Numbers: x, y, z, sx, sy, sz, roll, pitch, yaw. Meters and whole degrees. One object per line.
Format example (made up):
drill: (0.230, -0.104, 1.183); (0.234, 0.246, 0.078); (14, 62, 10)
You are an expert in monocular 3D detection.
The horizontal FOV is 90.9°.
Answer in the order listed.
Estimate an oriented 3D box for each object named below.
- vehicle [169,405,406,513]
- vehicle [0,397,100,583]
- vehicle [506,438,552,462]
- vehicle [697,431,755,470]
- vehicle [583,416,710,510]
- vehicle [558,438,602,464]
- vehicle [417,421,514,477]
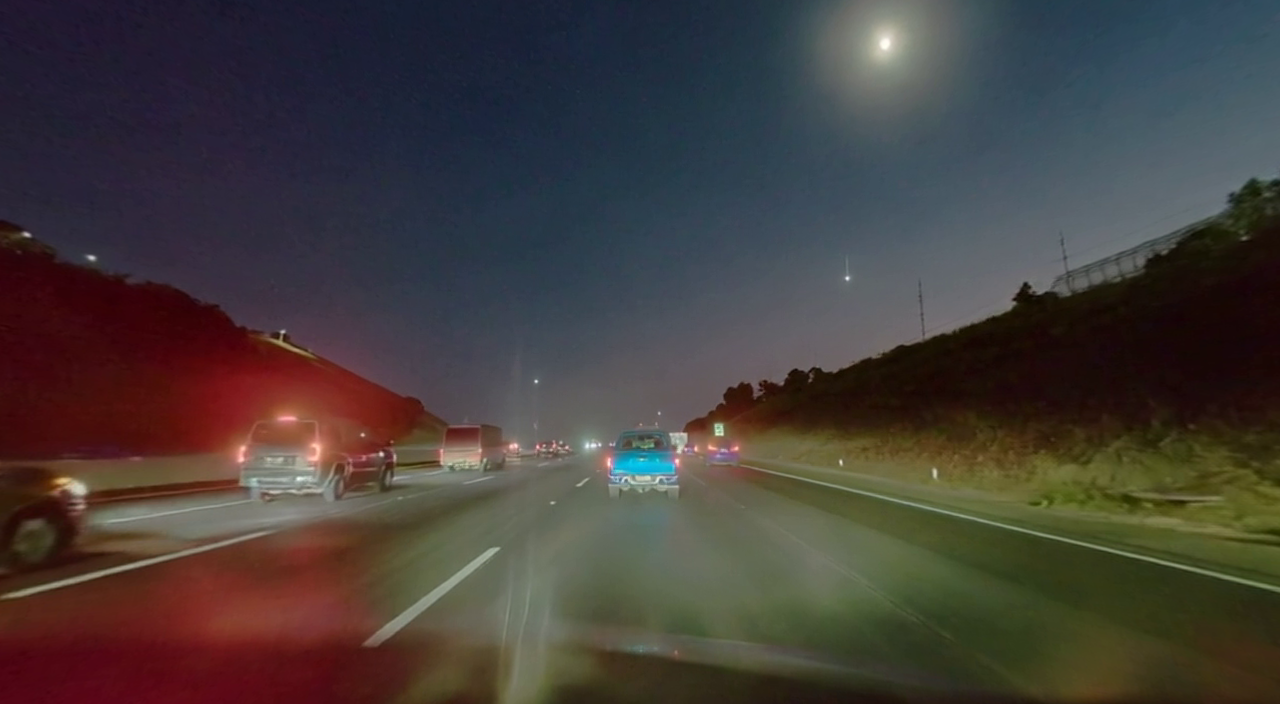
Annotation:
vehicle: (-7.346, 2.320, 14.028); (2.230, 1.928, 5.112); (0, -9, 1)
vehicle: (-6.969, 1.098, 4.609); (2.024, 1.706, 4.462); (0, -9, 1)
vehicle: (-6.918, 6.185, 39.870); (1.957, 1.467, 4.640); (0, -9, 1)
vehicle: (4.138, 4.815, 30.961); (2.092, 1.723, 4.629); (0, -9, -1)
vehicle: (0.133, 2.466, 14.387); (2.447, 1.804, 4.273); (0, -9, 0)
vehicle: (-3.427, 5.781, 36.934); (2.108, 1.442, 4.143); (0, -9, 1)
vehicle: (-6.737, 3.854, 25.064); (2.294, 1.982, 5.040); (0, -9, 1)
